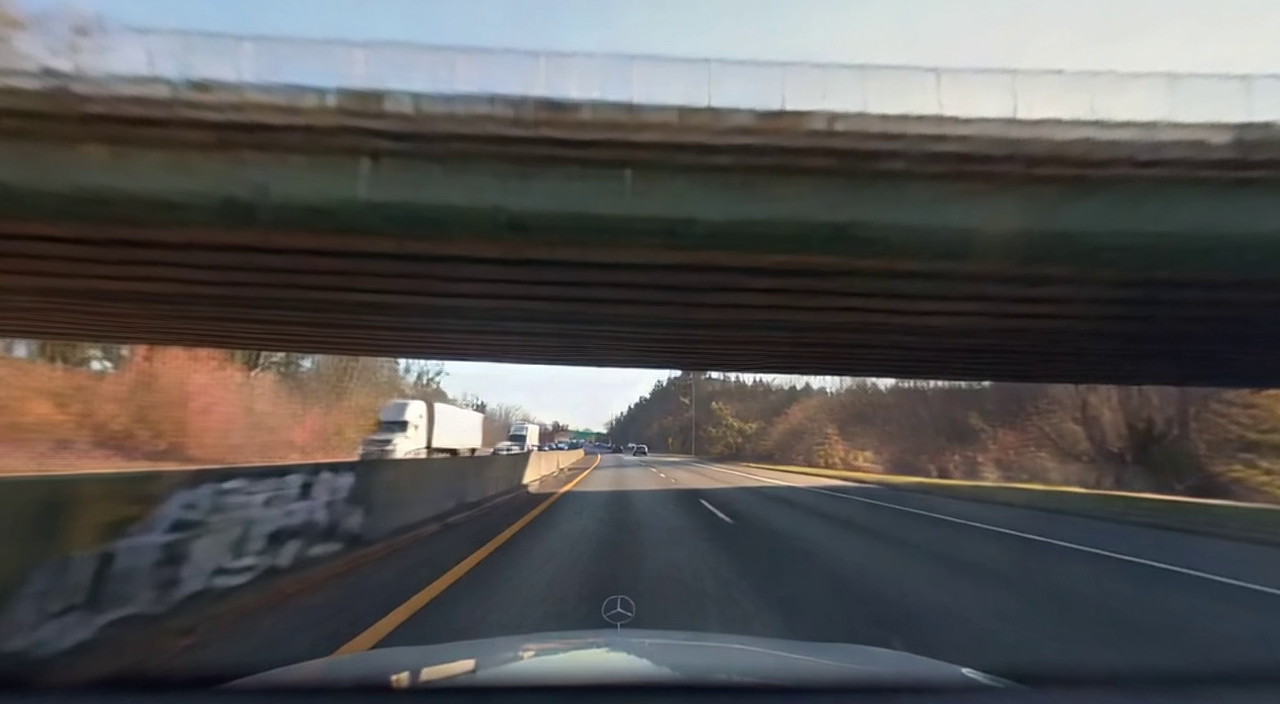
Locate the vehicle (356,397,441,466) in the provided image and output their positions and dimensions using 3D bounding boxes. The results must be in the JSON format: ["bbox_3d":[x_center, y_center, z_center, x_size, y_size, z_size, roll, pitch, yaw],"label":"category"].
[{"bbox_3d":[-14.507,4.901,38.205,2.987,3.824,5.991,0,-9,-3],"label":"vehicle"}]

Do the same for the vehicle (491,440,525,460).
[{"bbox_3d":[-10.425,7.776,49.826,1.879,1.505,4.047,0,-9,-1],"label":"vehicle"}]
